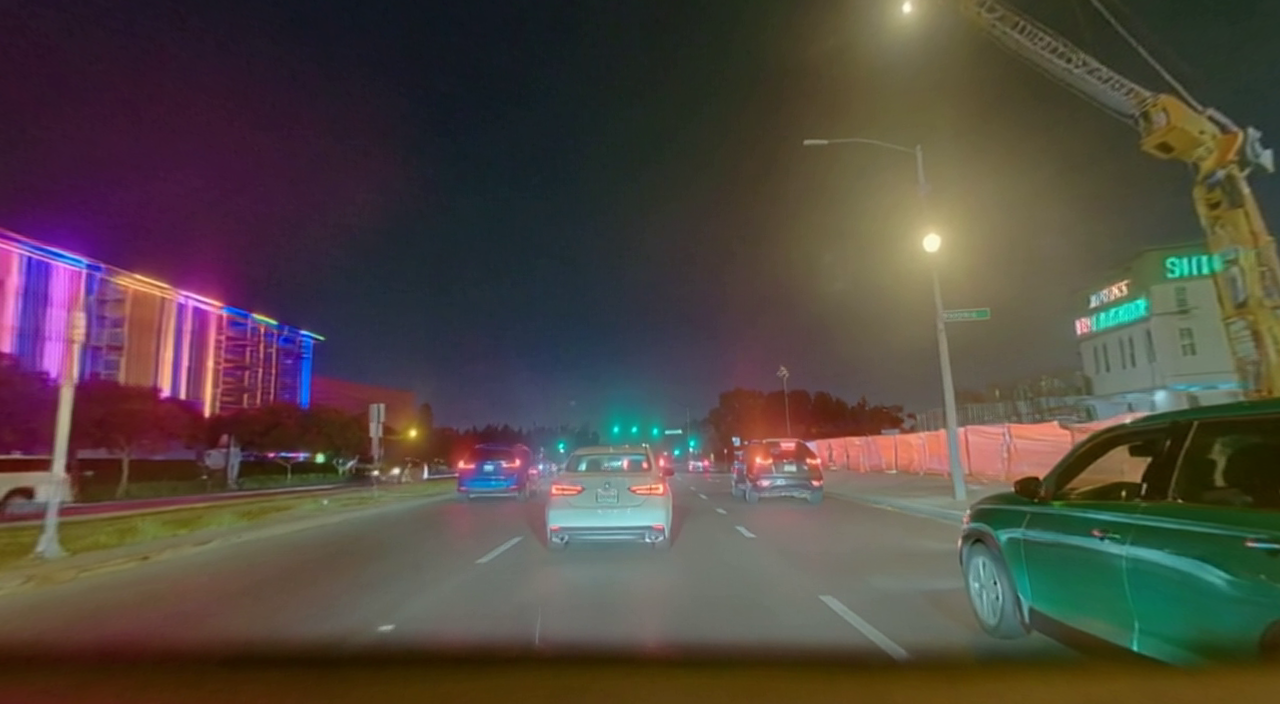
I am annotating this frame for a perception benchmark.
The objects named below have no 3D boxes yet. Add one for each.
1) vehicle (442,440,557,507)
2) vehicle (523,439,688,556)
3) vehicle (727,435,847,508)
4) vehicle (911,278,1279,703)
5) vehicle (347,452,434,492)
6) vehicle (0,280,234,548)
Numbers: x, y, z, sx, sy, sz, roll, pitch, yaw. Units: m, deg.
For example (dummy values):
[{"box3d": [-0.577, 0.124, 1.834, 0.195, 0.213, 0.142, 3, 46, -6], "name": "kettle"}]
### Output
[{"box3d": [-3.907, 3.453, 18.489, 2.201, 1.691, 4.305, -1, -8, 3], "name": "vehicle"}, {"box3d": [-0.399, 2.200, 10.328, 2.131, 1.496, 4.193, 0, -8, 1], "name": "vehicle"}, {"box3d": [3.992, 3.321, 18.147, 2.185, 1.797, 4.934, 0, -8, -1], "name": "vehicle"}, {"box3d": [3.467, 0.789, 2.848, 2.182, 1.954, 5.341, 0, -8, 1], "name": "vehicle"}, {"box3d": [-12.422, 5.994, 31.883, 2.136, 1.764, 4.855, -1, -8, 4], "name": "vehicle"}, {"box3d": [-9.111, 1.071, 10.158, 2.592, 3.548, 3.414, -2, -9, 4], "name": "vehicle"}]
